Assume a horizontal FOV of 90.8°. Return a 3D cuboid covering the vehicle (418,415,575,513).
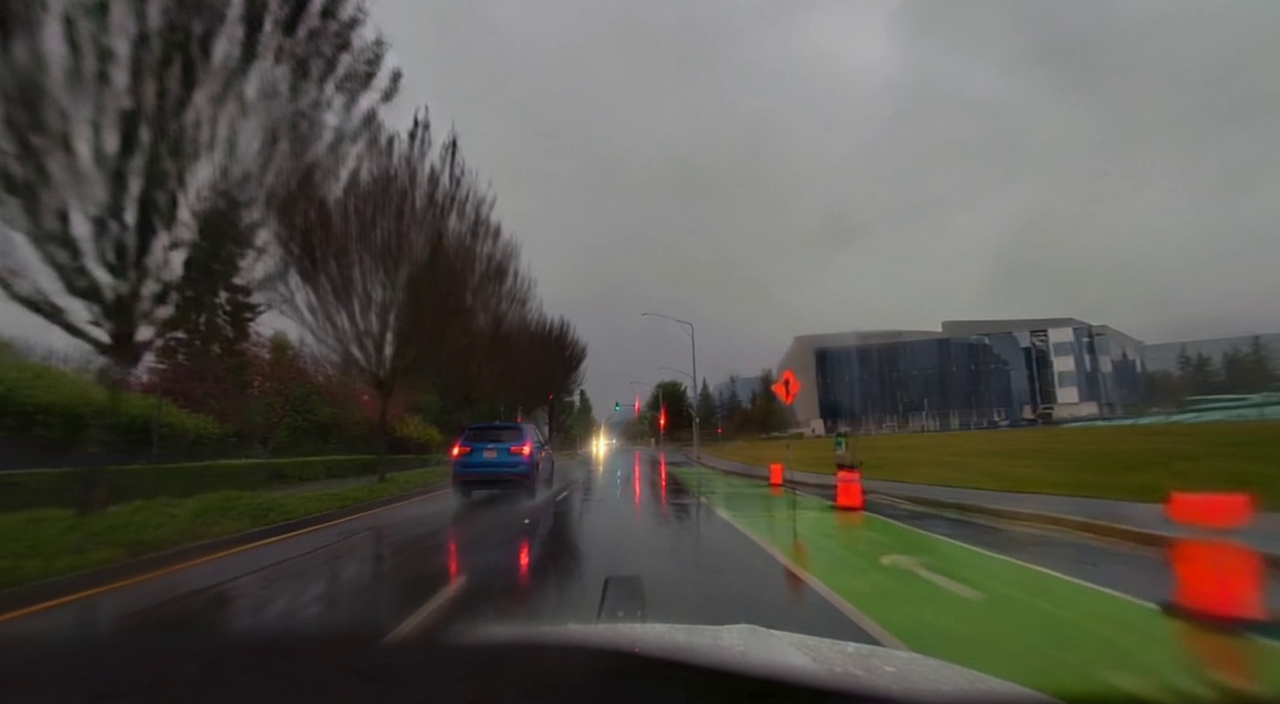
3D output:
[{"bbox_3d":[-2.902,2.419,14.064,2.339,1.790,4.629,-1,-8,1],"label":"vehicle"}]
